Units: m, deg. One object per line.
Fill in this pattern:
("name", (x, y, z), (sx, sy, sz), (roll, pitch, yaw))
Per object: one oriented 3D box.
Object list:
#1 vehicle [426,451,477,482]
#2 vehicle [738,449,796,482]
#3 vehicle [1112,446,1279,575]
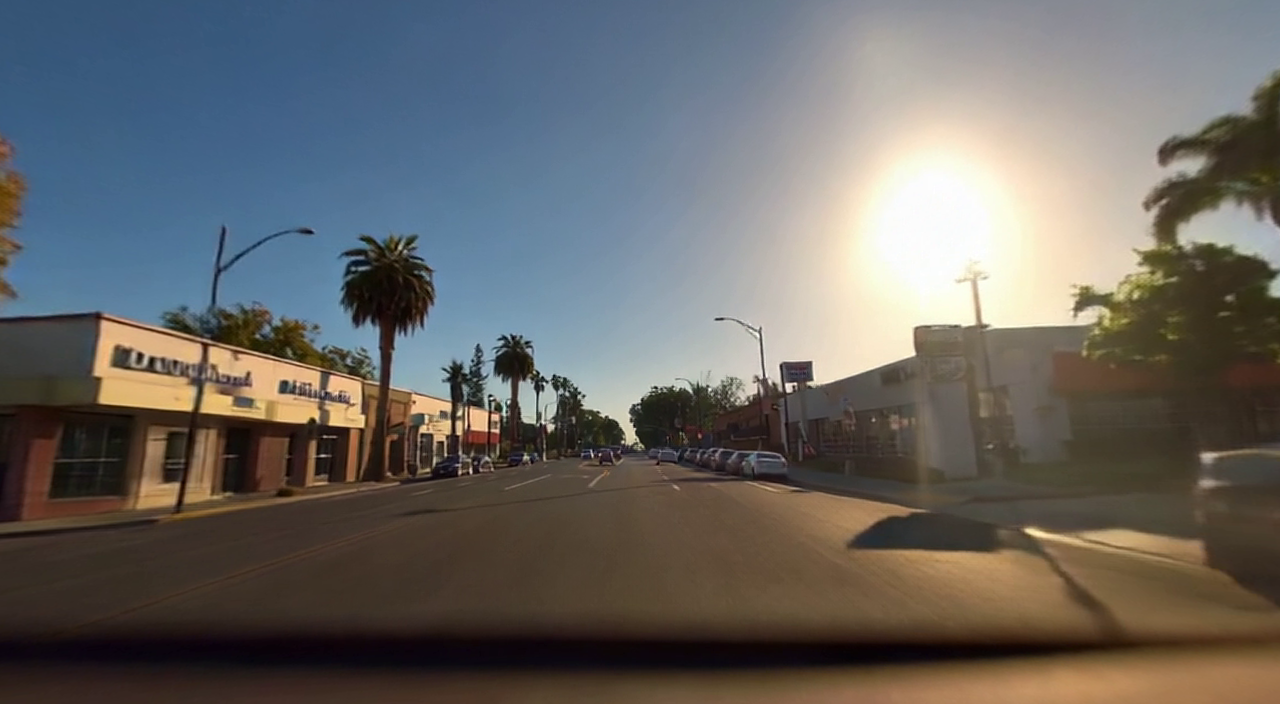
("vehicle", (-13.023, 7.890, 43.930), (1.975, 1.570, 5.265), (-8, -7, -3))
("vehicle", (6.364, 5.701, 32.136), (1.840, 1.503, 4.760), (0, -8, -1))
("vehicle", (8.787, 2.150, 9.382), (2.067, 1.477, 4.653), (-8, -12, 44))
